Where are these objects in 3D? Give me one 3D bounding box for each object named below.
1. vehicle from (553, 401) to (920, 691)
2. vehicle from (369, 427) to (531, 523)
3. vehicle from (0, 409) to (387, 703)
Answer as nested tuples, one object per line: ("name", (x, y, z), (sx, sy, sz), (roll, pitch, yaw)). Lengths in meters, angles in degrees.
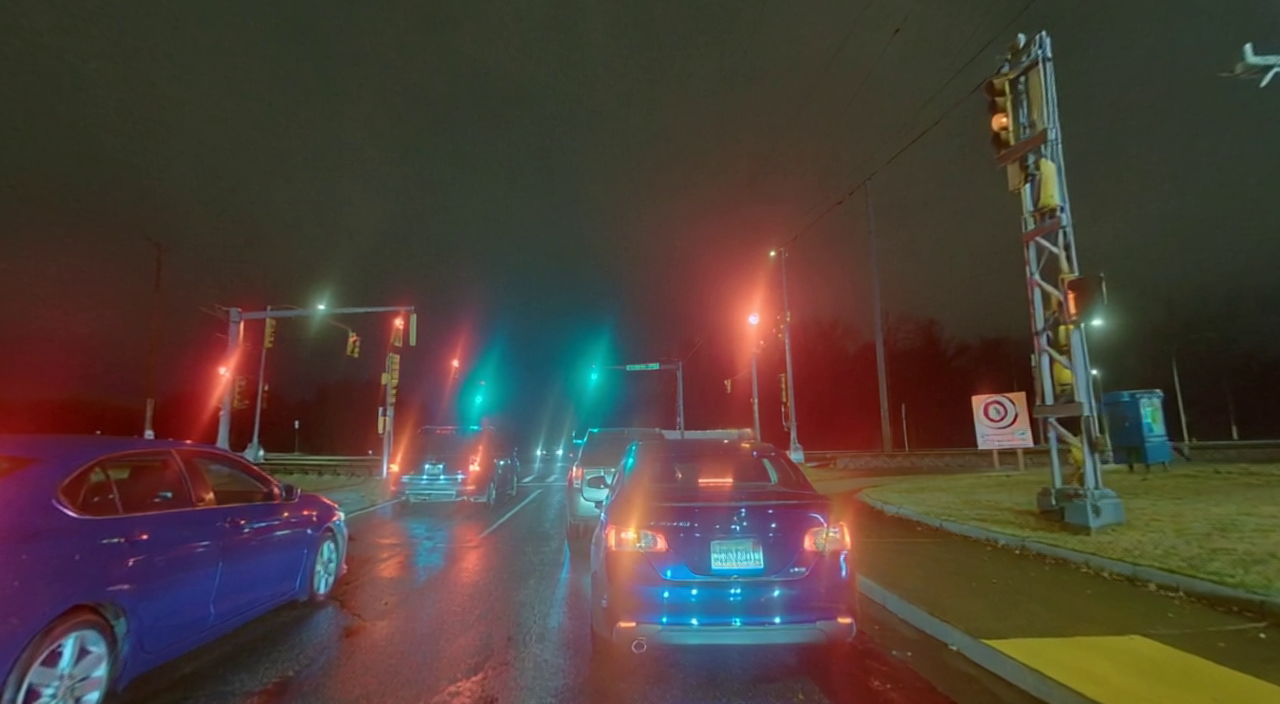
("vehicle", (0.410, 1.333, 5.464), (1.998, 1.529, 3.960), (1, -9, -4))
("vehicle", (-3.359, 2.258, 12.080), (1.984, 1.505, 3.982), (0, -9, -2))
("vehicle", (-3.709, 1.249, 4.453), (1.956, 1.468, 4.585), (0, -9, 0))
